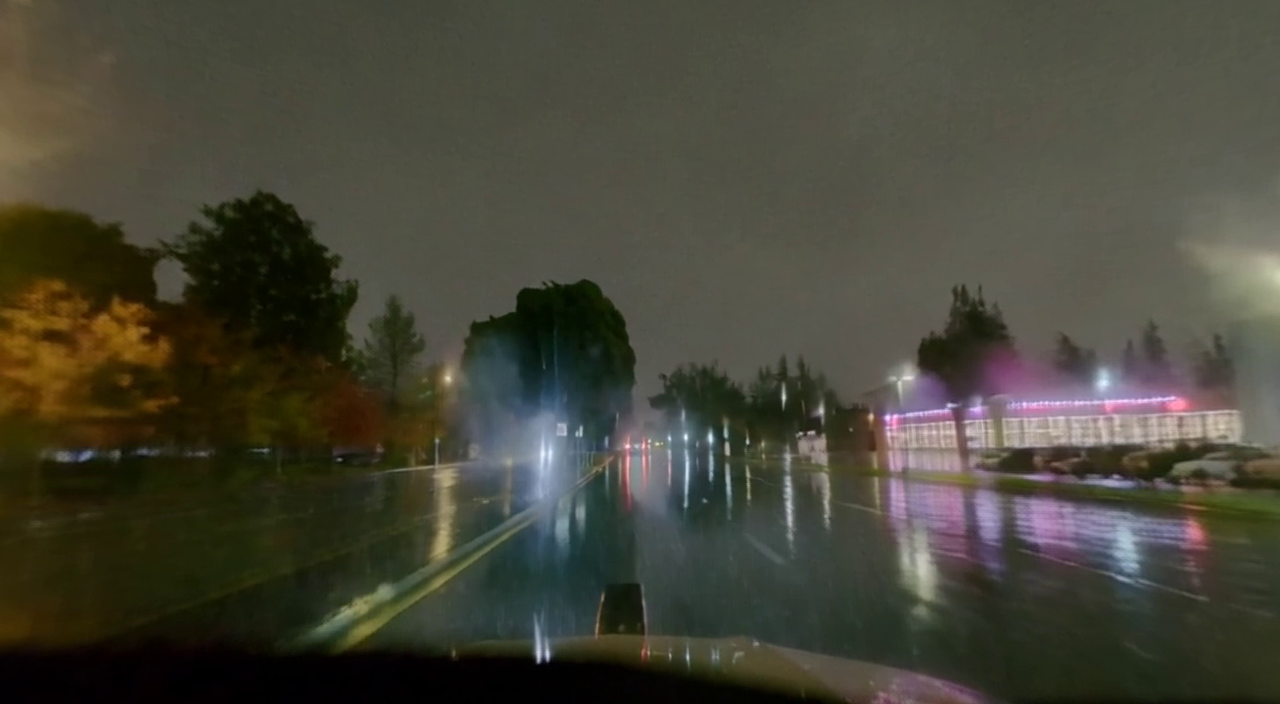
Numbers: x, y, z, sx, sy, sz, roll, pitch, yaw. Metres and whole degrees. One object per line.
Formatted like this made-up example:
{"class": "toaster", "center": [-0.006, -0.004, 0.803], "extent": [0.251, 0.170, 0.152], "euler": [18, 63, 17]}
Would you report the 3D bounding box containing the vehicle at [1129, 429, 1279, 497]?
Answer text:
{"class": "vehicle", "center": [18.414, 3.404, 19.450], "extent": [4.904, 1.924, 2.095], "euler": [1, -9, -1]}
